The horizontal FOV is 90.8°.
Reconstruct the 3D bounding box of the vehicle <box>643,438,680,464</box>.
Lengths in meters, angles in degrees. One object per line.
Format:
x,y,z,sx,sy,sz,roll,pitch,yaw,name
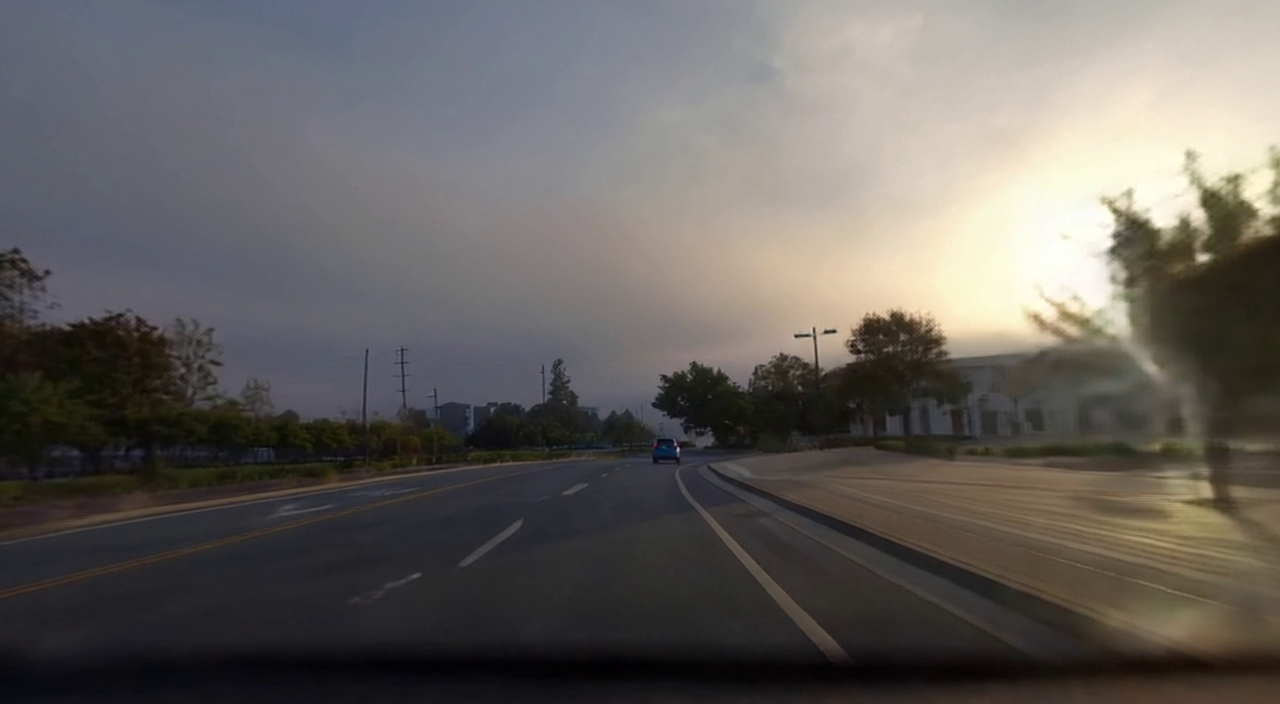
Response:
1.601,7.108,45.394,2.370,1.781,4.440,-1,-9,6,vehicle
